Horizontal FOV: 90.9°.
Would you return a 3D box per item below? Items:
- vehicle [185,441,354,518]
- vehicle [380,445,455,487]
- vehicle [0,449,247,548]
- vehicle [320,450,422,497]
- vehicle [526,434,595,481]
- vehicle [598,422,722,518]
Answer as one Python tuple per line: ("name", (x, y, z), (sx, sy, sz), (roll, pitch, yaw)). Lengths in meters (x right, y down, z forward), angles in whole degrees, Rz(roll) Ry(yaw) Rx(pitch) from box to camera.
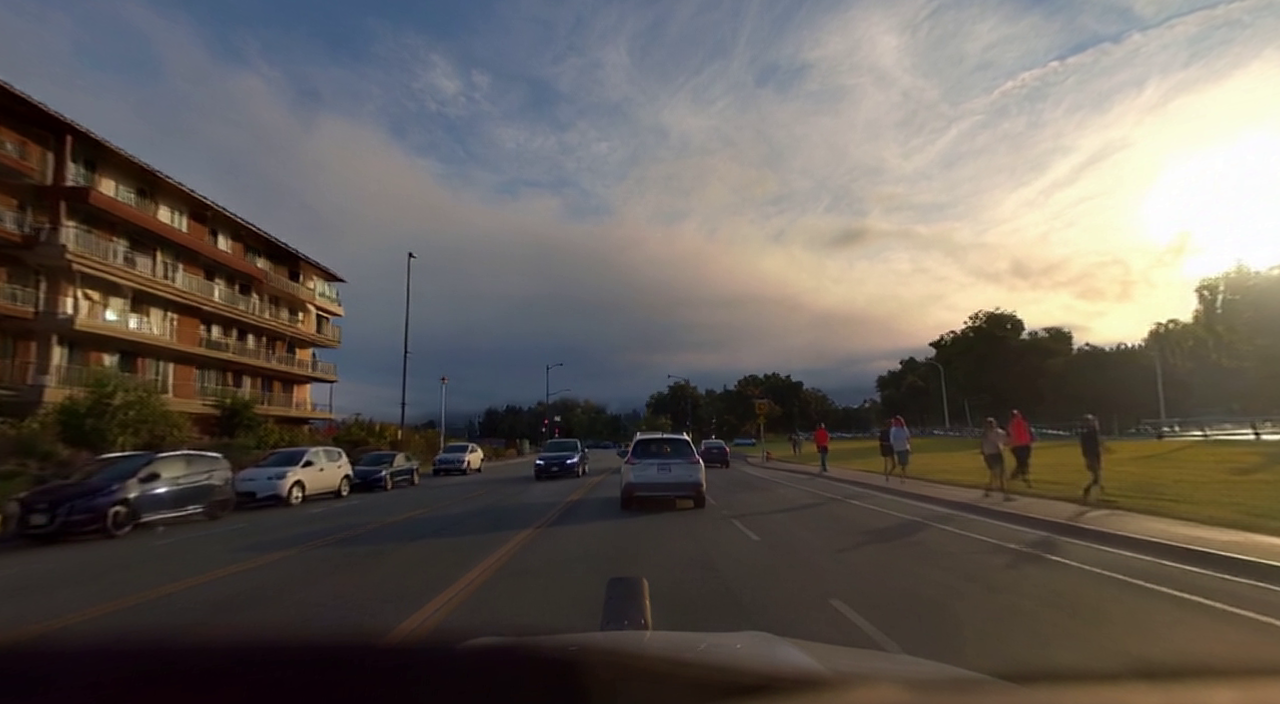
("vehicle", (-10.318, 3.522, 18.111), (1.940, 1.816, 4.721), (-1, -7, 1))
("vehicle", (-10.286, 5.284, 29.522), (1.897, 1.695, 4.431), (-1, -8, 0))
("vehicle", (-10.420, 2.831, 12.915), (1.869, 1.647, 4.281), (0, -9, 1))
("vehicle", (-10.169, 4.595, 24.248), (1.860, 1.487, 4.658), (-1, -8, 0))
("vehicle", (-3.057, 4.189, 25.270), (2.086, 1.702, 4.451), (0, -9, 1))
("vehicle", (0.323, 2.324, 12.819), (2.132, 1.632, 3.838), (0, -9, 0))
